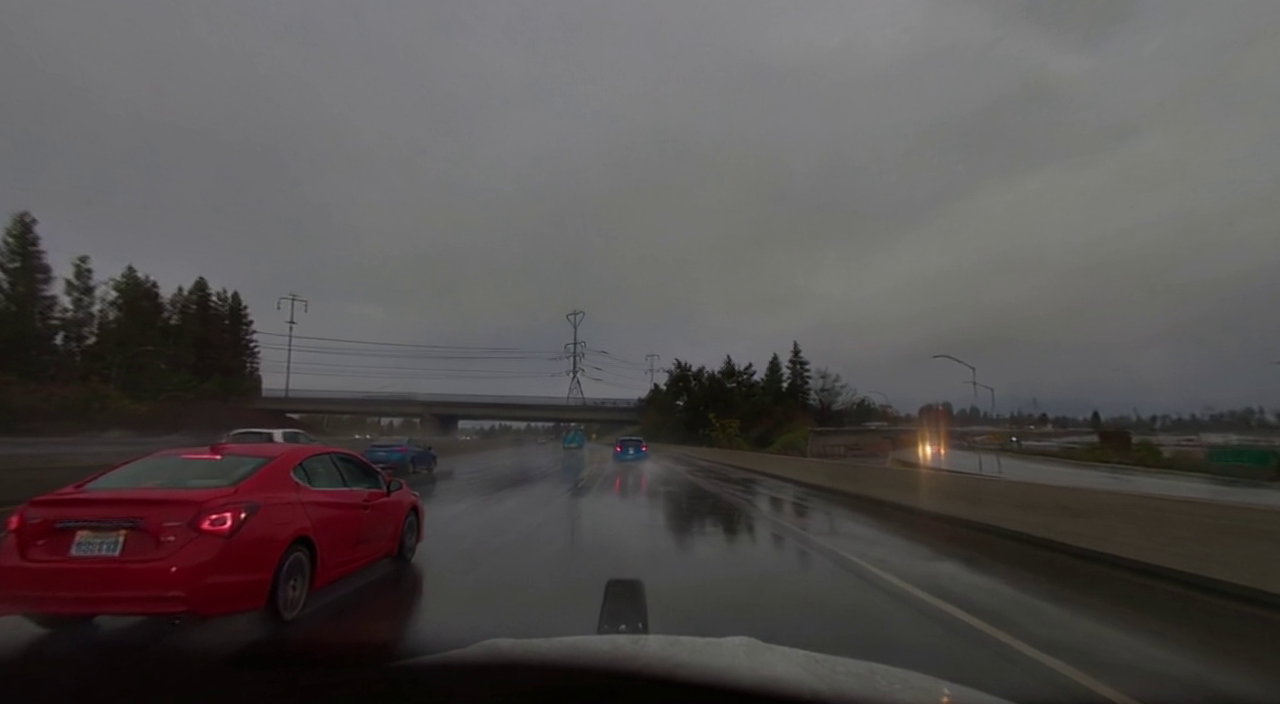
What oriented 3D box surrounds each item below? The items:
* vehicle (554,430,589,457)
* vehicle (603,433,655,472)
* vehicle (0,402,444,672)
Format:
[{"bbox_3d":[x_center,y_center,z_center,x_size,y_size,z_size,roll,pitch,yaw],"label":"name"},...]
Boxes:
[{"bbox_3d":[-4.829,6.534,44.771,2.174,1.806,3.932,0,-8,-2],"label":"vehicle"},{"bbox_3d":[-0.488,4.118,25.968,1.954,1.460,3.983,0,-8,-2],"label":"vehicle"},{"bbox_3d":[-3.610,1.362,5.901,2.035,1.514,4.600,0,-8,0],"label":"vehicle"}]
